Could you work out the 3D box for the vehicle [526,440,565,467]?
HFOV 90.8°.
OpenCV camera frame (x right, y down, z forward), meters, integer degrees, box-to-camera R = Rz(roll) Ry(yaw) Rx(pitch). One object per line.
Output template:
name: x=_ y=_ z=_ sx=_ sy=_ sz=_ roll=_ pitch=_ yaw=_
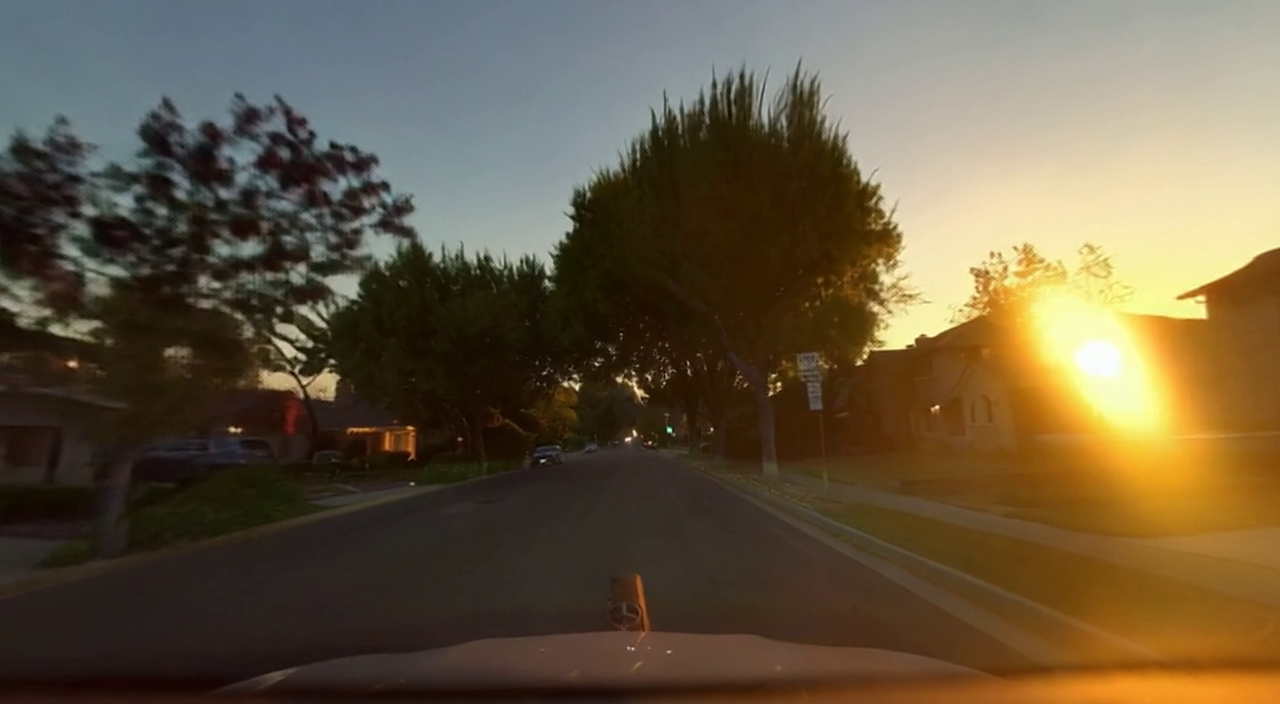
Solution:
vehicle: x=-6.665 y=7.185 z=45.034 sx=2.078 sy=1.745 sz=5.119 roll=0 pitch=-8 yaw=-1
